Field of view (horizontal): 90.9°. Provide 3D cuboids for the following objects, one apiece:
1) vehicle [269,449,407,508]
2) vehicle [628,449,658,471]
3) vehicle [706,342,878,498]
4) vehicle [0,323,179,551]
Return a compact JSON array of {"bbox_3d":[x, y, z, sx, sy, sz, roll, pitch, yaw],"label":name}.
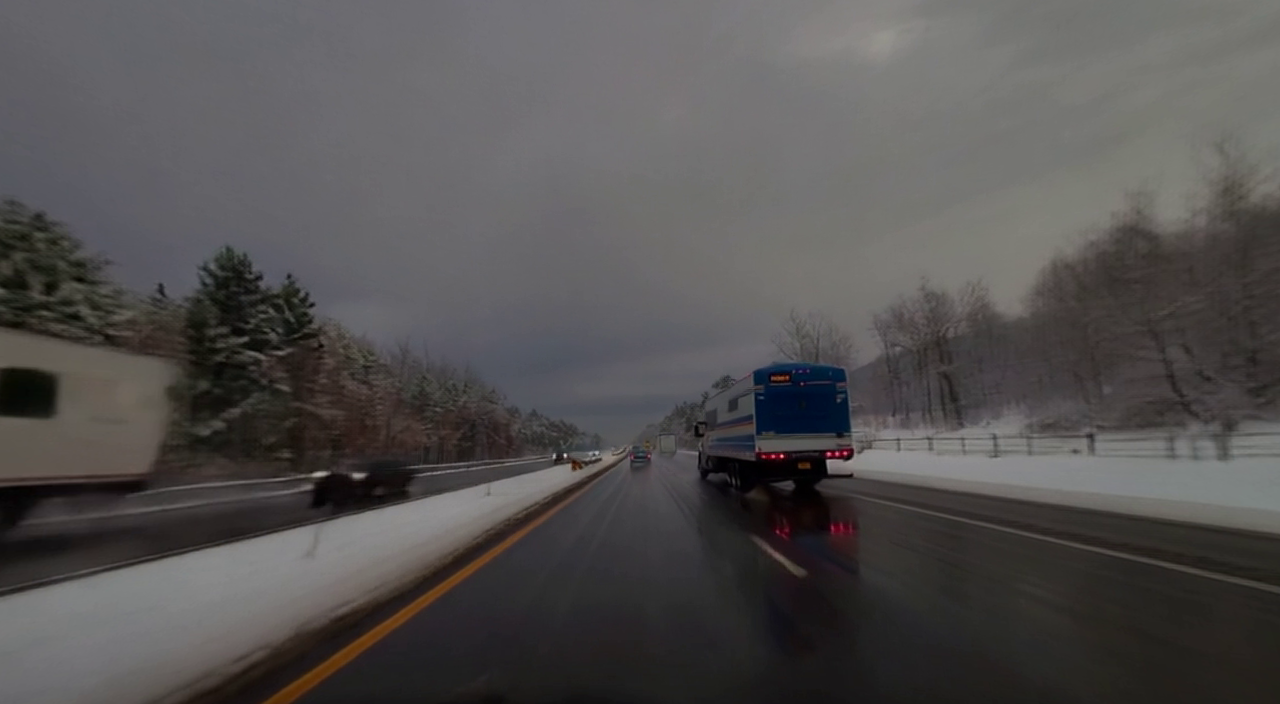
[{"bbox_3d":[-8.714,3.659,18.677,2.044,1.537,4.159,0,-9,0],"label":"vehicle"},{"bbox_3d":[0.209,7.223,42.386,1.926,1.386,3.615,0,-9,0],"label":"vehicle"},{"bbox_3d":[4.747,2.866,23.817,2.939,4.129,14.300,0,-9,0],"label":"vehicle"},{"bbox_3d":[-13.103,1.101,8.561,3.130,4.067,13.915,0,-9,0],"label":"vehicle"}]
